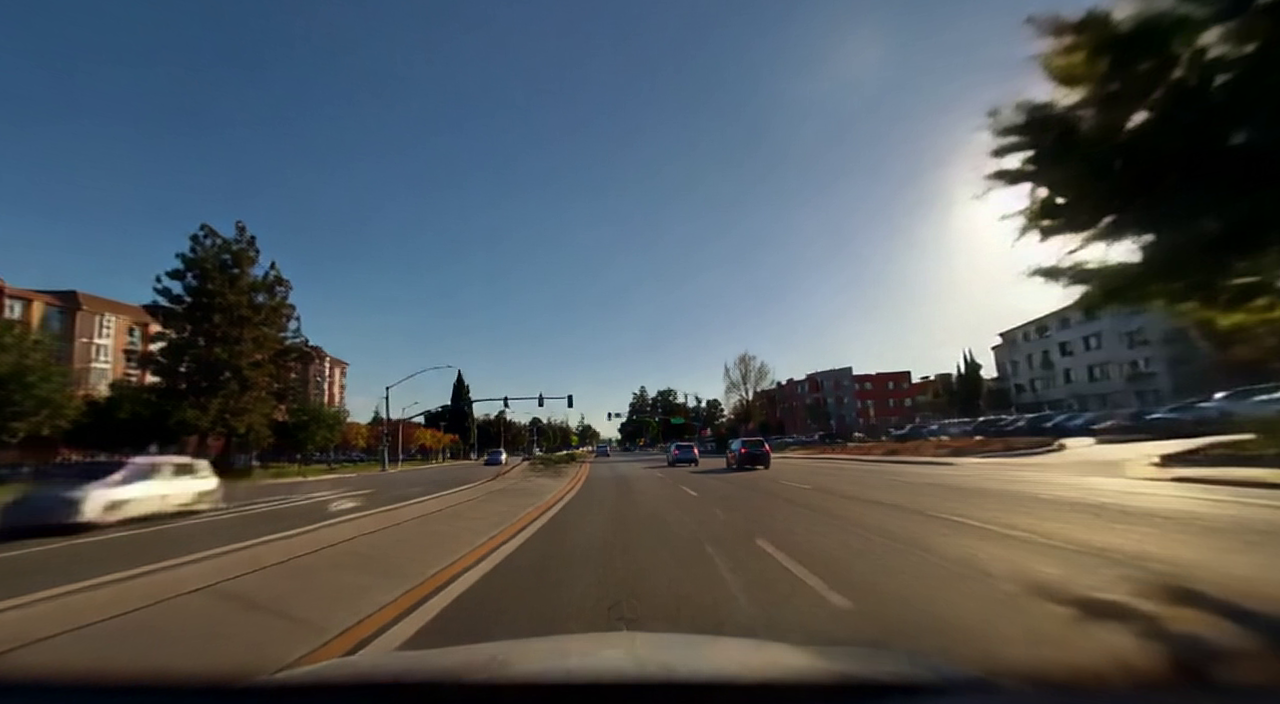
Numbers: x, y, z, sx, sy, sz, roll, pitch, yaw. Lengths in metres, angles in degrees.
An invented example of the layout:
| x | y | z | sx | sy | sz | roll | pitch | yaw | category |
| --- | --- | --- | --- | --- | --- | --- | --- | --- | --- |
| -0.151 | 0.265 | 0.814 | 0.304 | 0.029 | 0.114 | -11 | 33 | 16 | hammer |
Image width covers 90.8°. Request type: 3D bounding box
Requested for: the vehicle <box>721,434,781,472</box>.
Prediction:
| x | y | z | sx | sy | sz | roll | pitch | yaw | category |
| --- | --- | --- | --- | --- | --- | --- | --- | --- | --- |
| 5.506 | 5.088 | 31.983 | 1.946 | 1.773 | 4.641 | 0 | -9 | -3 | vehicle |

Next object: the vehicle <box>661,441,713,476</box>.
| x | y | z | sx | sy | sz | roll | pitch | yaw | category |
| --- | --- | --- | --- | --- | --- | --- | --- | --- | --- |
| 2.169 | 5.076 | 30.289 | 1.917 | 1.538 | 4.259 | 0 | -9 | -4 | vehicle |

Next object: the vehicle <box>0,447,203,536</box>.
| x | y | z | sx | sy | sz | roll | pitch | yaw | category |
| --- | --- | --- | --- | --- | --- | --- | --- | --- | --- |
| -12.492 | 2.963 | 14.182 | 1.891 | 1.633 | 4.737 | 0 | -9 | 1 | vehicle |
